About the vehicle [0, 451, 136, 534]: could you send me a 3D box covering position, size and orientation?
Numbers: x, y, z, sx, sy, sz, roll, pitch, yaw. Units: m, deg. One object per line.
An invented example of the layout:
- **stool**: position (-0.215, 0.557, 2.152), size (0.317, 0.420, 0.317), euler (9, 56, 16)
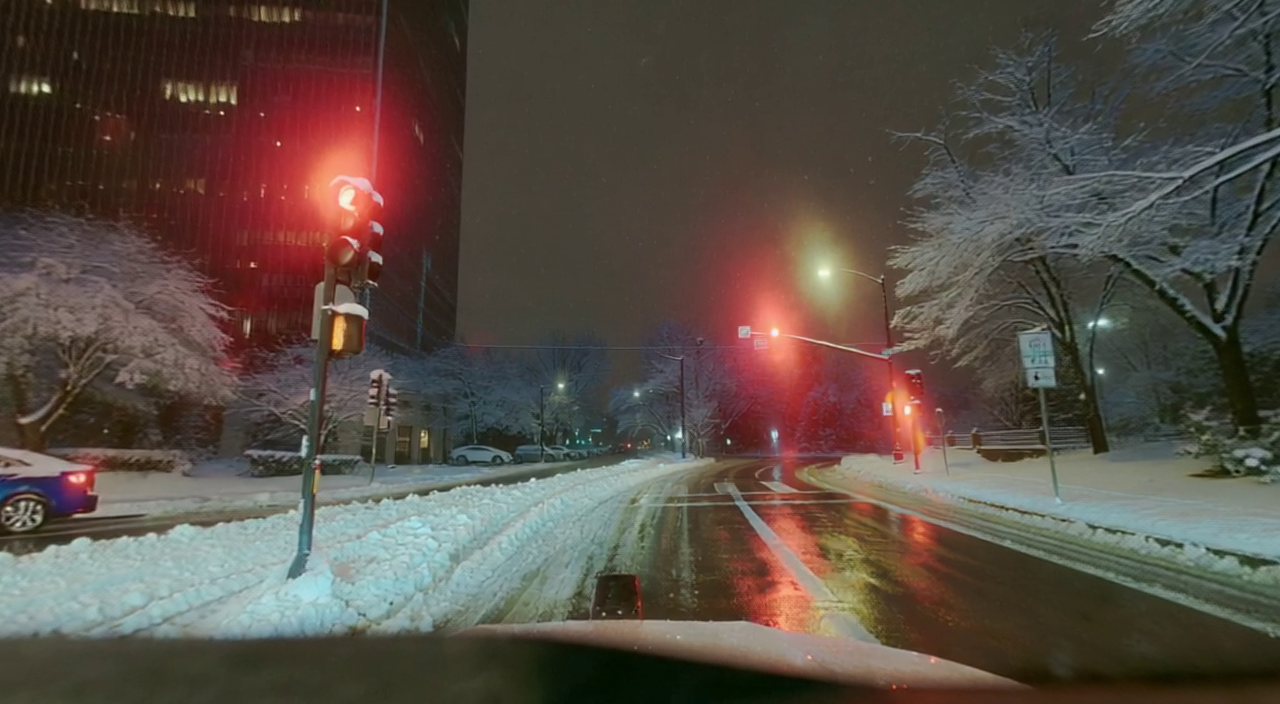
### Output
- **vehicle**: position (-12.856, 2.712, 12.270), size (4.598, 1.490, 1.816), euler (7, -11, -40)

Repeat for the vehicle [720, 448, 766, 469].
- **vehicle**: position (7.856, 8.118, 48.418), size (1.829, 1.440, 4.384), euler (2, -9, -14)
